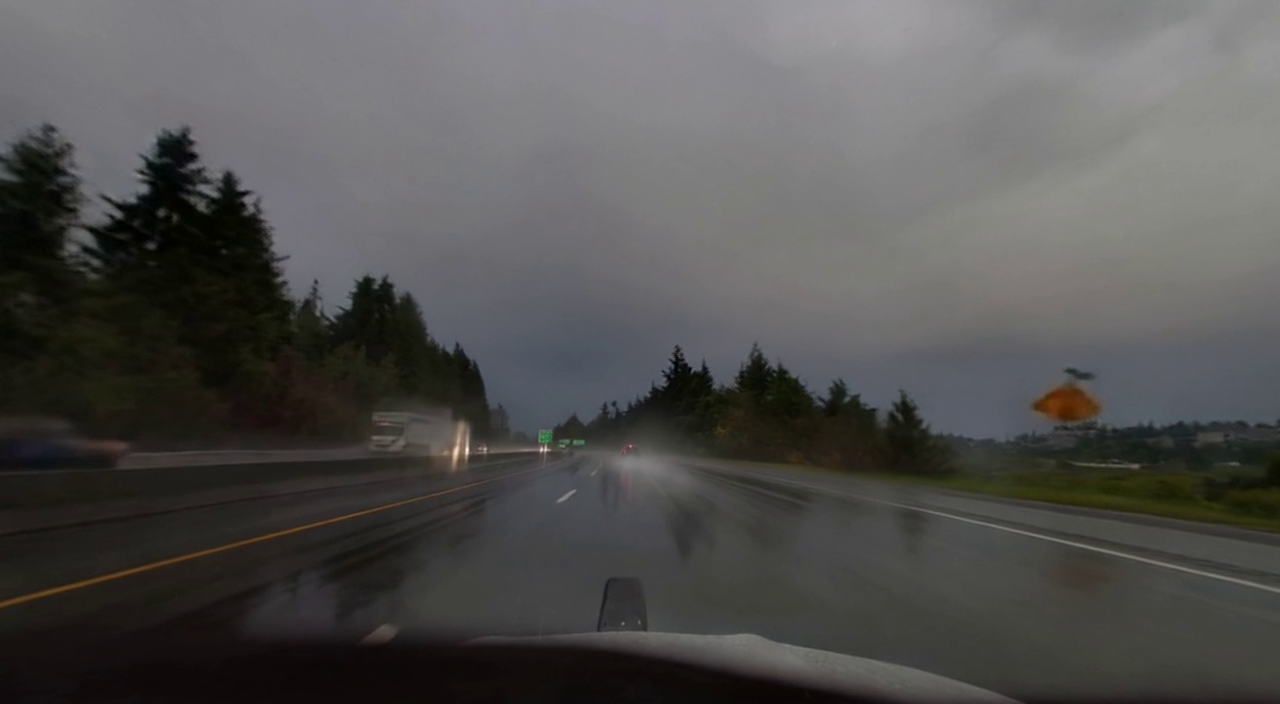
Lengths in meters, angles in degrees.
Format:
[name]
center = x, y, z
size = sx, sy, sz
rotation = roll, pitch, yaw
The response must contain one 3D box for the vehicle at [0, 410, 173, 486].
[vehicle]
center = -16.382, 2.734, 17.964
size = 2.224, 1.830, 5.147
rotation = 0, -9, -1
